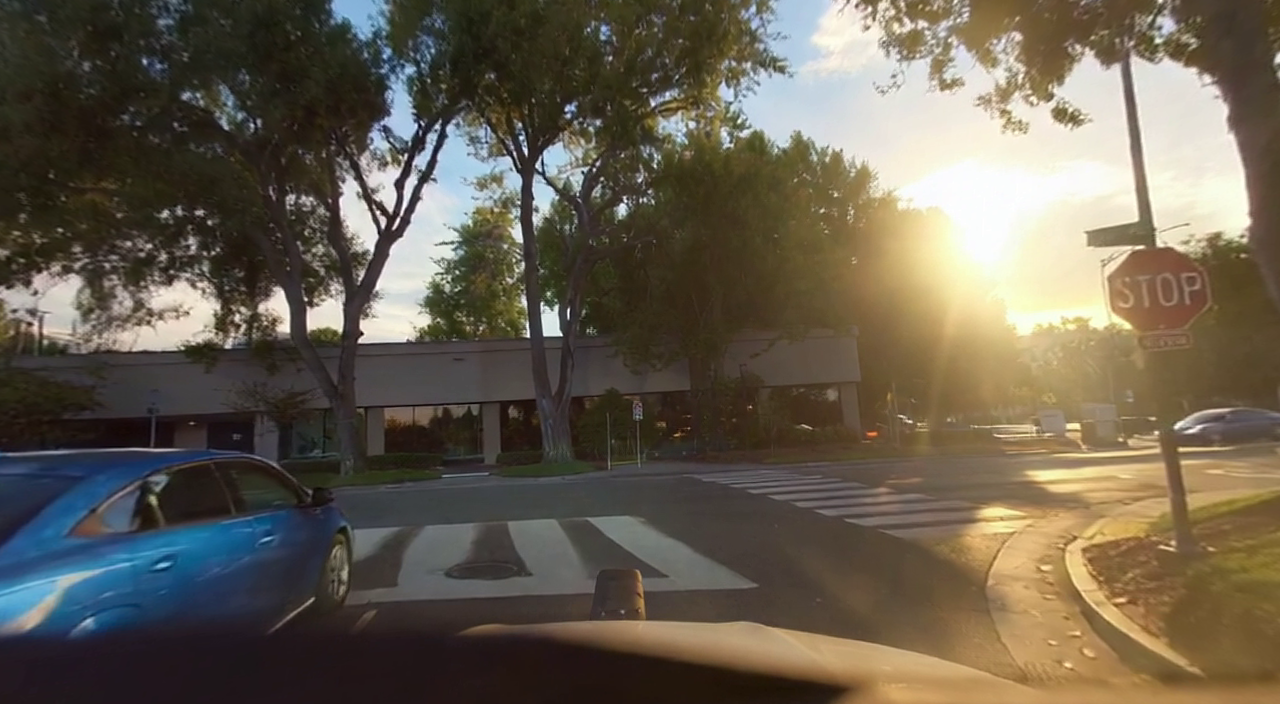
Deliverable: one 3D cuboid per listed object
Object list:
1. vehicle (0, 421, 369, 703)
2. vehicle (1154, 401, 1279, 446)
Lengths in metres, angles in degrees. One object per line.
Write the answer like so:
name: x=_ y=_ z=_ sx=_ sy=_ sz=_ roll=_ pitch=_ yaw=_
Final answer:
vehicle: x=-3.262 y=1.181 z=3.562 sx=2.069 sy=1.413 sz=5.006 roll=1 pitch=-8 yaw=-10
vehicle: x=22.156 y=2.678 z=23.465 sx=4.788 sy=1.548 sz=1.965 roll=1 pitch=-8 yaw=-10
